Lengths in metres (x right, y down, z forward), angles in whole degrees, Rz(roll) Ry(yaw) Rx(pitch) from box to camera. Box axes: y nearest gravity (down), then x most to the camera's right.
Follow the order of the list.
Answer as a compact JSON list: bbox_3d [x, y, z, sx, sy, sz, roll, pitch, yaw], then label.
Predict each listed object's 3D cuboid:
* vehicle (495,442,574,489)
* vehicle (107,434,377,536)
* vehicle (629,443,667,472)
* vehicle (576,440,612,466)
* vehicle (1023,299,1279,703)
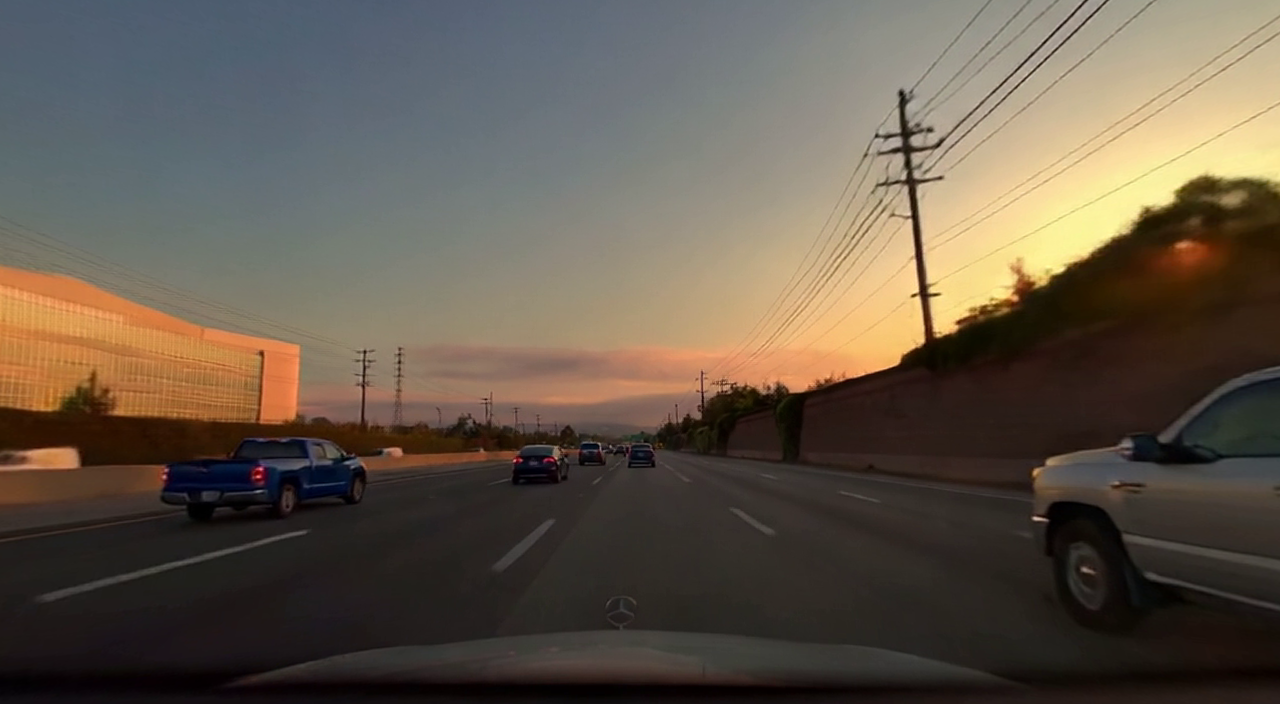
[{"bbox_3d":[-3.499,3.836,21.686,1.938,1.444,4.206,0,-8,1],"label":"vehicle"},{"bbox_3d":[-6.893,2.325,11.775,1.959,1.496,4.740,0,-8,0],"label":"vehicle"},{"bbox_3d":[0.455,5.895,35.542,2.030,1.471,4.115,0,-8,1],"label":"vehicle"},{"bbox_3d":[-3.219,7.170,45.160,2.244,1.752,4.439,0,-8,1],"label":"vehicle"},{"bbox_3d":[4.017,0.610,2.071,2.231,1.919,5.086,0,-8,-1],"label":"vehicle"}]
